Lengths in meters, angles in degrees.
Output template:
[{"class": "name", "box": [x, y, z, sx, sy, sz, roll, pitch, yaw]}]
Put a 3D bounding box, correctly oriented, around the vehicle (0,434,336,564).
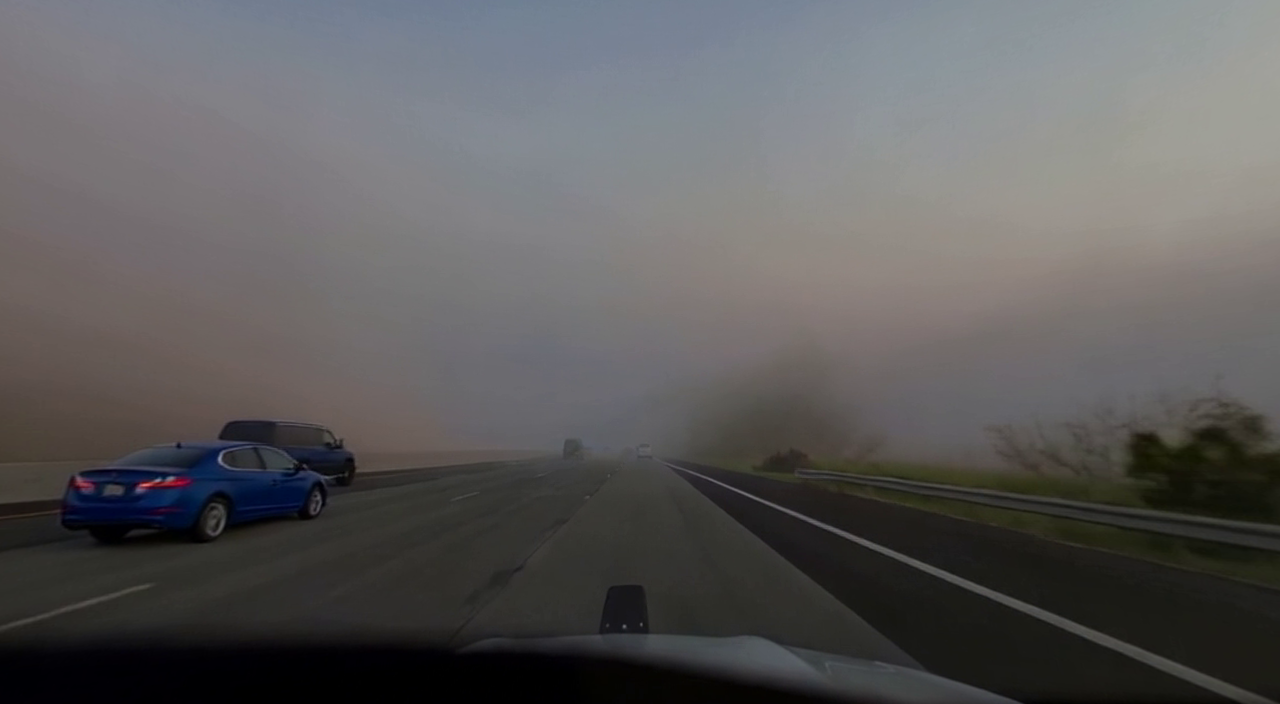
[{"class": "vehicle", "box": [-6.882, 2.060, 9.752, 1.981, 1.486, 4.735, 0, -8, 0]}]
